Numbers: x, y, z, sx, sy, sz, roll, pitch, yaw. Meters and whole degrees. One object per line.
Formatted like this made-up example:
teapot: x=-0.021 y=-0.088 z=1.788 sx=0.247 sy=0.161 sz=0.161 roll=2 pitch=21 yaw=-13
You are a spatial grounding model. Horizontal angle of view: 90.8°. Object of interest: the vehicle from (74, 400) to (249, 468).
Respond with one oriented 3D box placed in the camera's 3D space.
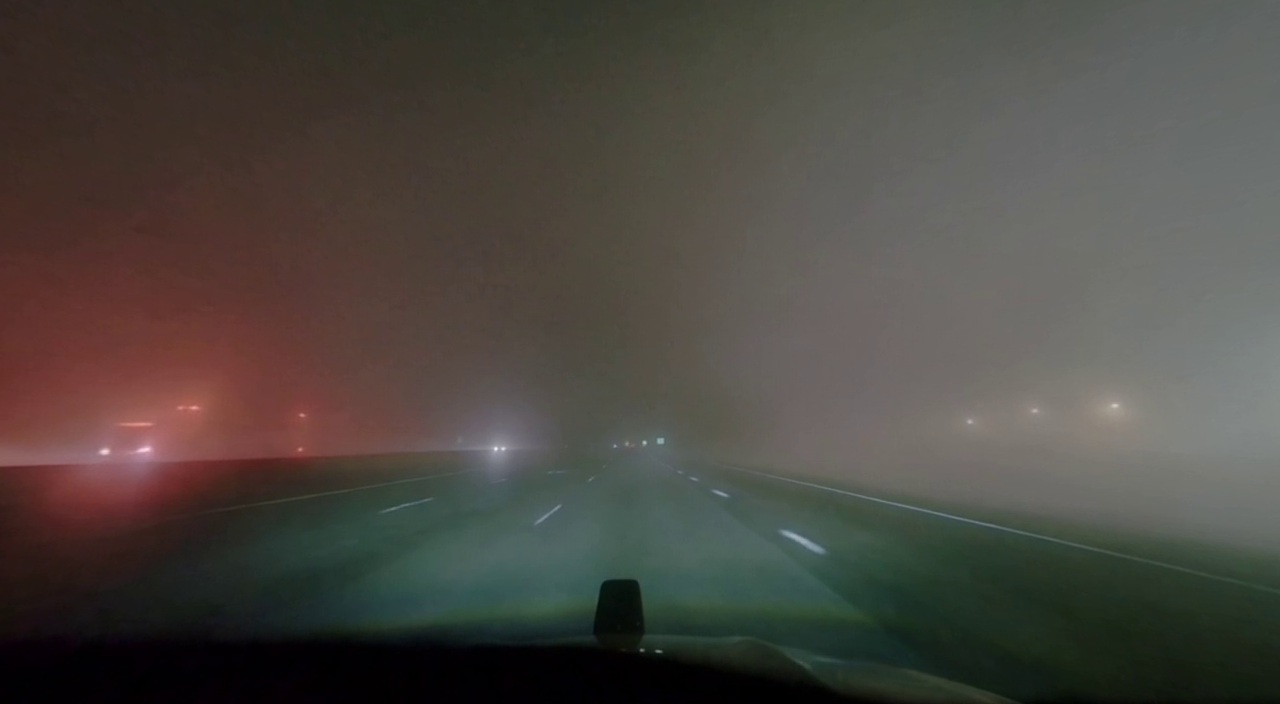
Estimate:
vehicle: x=-30.304 y=5.492 z=41.040 sx=2.928 sy=3.779 sz=11.157 roll=0 pitch=-9 yaw=-2
